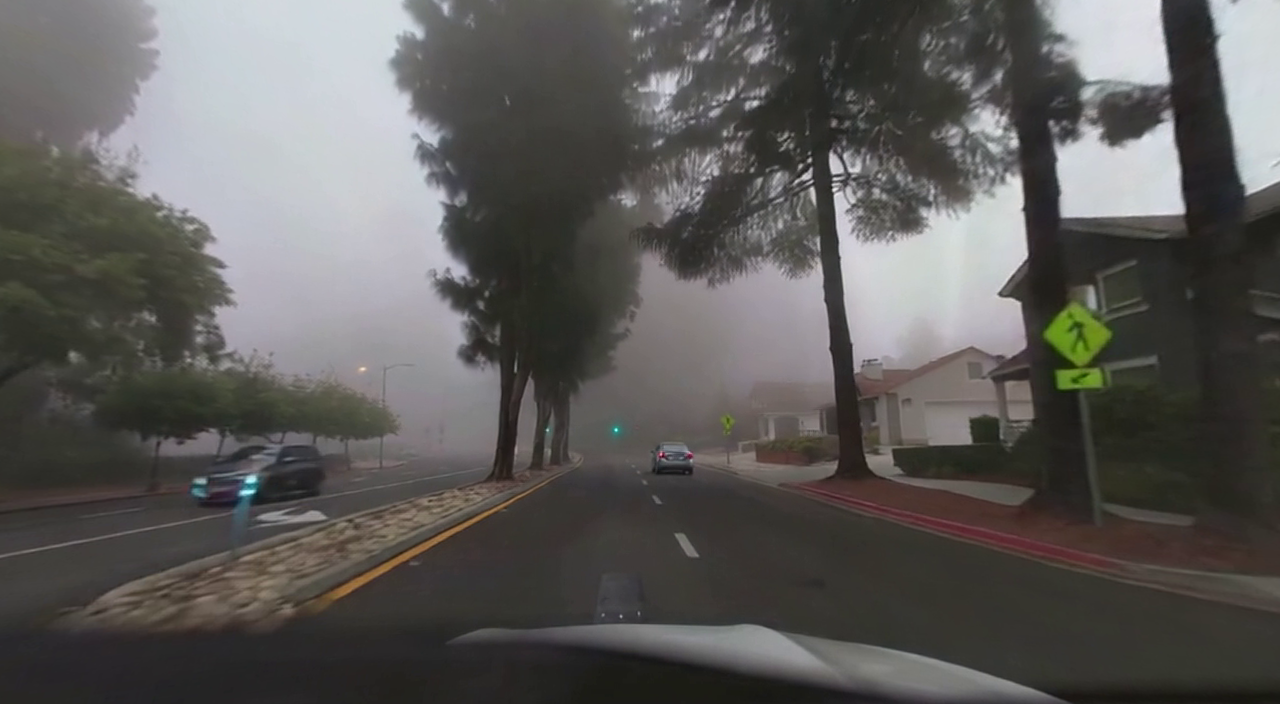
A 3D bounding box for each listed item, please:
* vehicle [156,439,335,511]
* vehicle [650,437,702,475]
[{"bbox_3d":[-9.281,2.886,15.341,1.886,1.486,3.913,0,-8,-2],"label":"vehicle"},{"bbox_3d":[1.625,4.935,30.231,1.990,1.707,4.225,0,-8,-4],"label":"vehicle"}]
